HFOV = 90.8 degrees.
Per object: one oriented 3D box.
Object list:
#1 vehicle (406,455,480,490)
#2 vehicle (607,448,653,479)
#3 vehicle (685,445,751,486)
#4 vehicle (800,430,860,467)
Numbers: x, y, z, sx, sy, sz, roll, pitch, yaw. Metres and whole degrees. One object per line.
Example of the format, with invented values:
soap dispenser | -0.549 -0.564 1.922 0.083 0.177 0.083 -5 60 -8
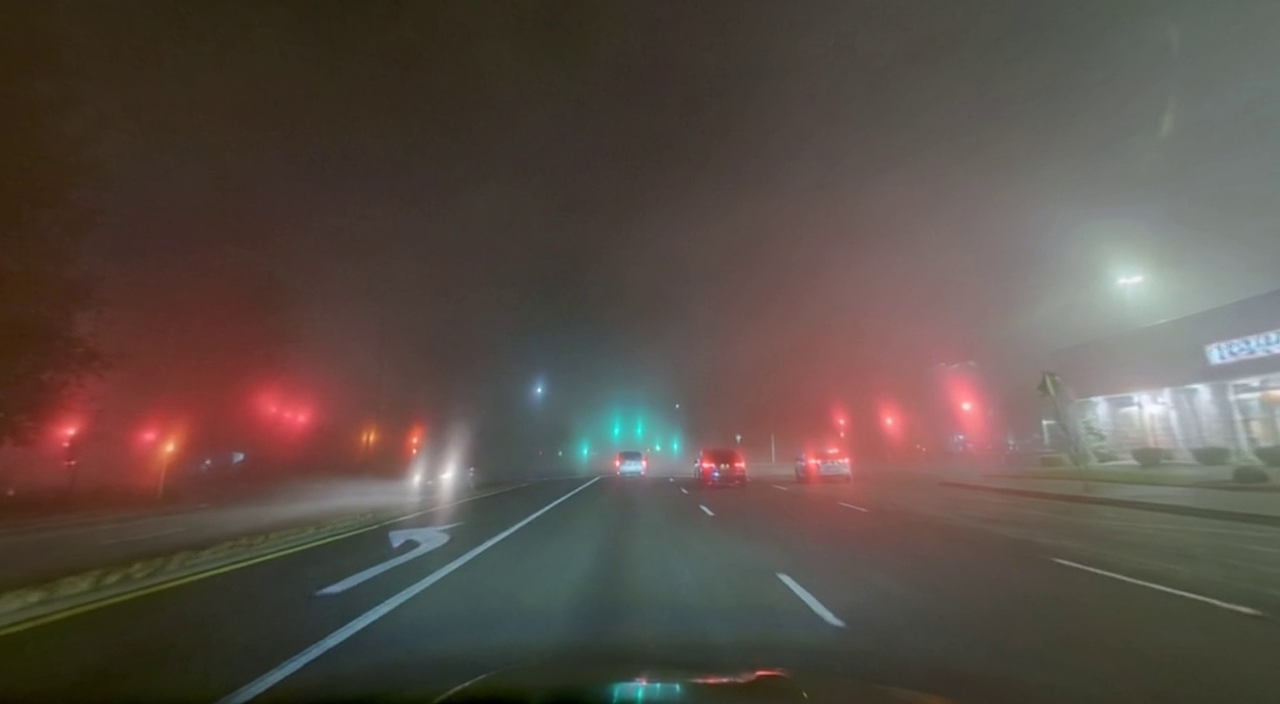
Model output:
vehicle | -9.592 5.888 31.211 2.140 1.549 4.590 -1 -9 0
vehicle | -0.498 5.820 33.235 2.242 1.474 4.127 -1 -9 0
vehicle | 3.086 4.639 26.162 2.057 1.491 4.675 -1 -9 -1
vehicle | 13.315 6.816 44.478 3.340 2.479 2.547 0 -9 -1
